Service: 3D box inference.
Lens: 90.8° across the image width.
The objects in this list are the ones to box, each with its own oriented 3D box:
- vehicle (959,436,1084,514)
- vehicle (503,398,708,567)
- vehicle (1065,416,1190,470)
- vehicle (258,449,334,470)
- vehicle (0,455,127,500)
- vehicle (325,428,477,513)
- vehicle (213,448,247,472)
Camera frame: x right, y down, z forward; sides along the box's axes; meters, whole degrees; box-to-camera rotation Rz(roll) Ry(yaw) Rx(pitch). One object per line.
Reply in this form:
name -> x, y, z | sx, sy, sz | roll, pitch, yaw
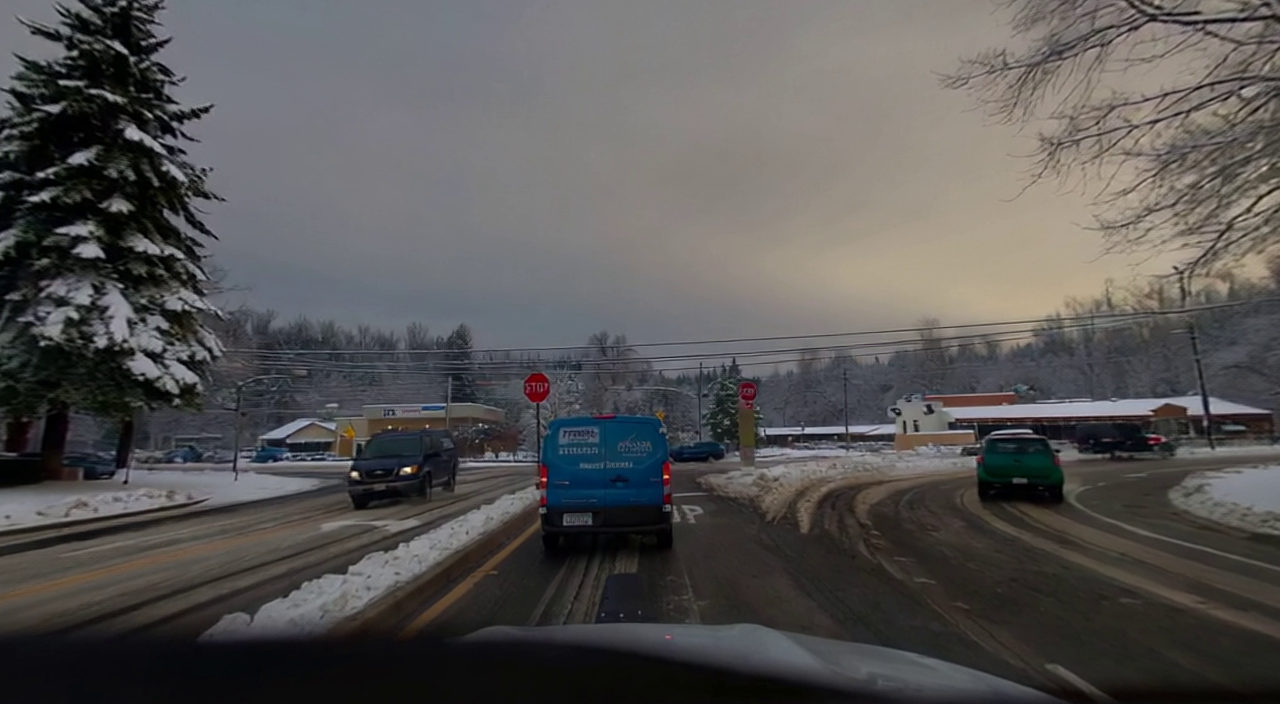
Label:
vehicle -> 8.817, 2.800, 14.969 | 2.079, 1.504, 4.828 | -4, -10, 27
vehicle -> -0.315, 1.769, 9.257 | 2.237, 1.828, 4.546 | 0, -9, 2
vehicle -> 19.722, 3.699, 25.517 | 4.946, 1.973, 2.204 | 5, -10, -31
vehicle -> -26.128, 8.164, 48.091 | 4.670, 1.472, 1.851 | 1, -9, -8
vehicle -> -21.417, 4.463, 22.877 | 2.038, 1.392, 4.362 | 0, -9, -1
vehicle -> -5.511, 2.780, 15.323 | 1.985, 1.710, 4.651 | 0, -9, -2
vehicle -> -29.927, 7.850, 46.200 | 1.913, 1.682, 4.120 | 5, -10, -31
